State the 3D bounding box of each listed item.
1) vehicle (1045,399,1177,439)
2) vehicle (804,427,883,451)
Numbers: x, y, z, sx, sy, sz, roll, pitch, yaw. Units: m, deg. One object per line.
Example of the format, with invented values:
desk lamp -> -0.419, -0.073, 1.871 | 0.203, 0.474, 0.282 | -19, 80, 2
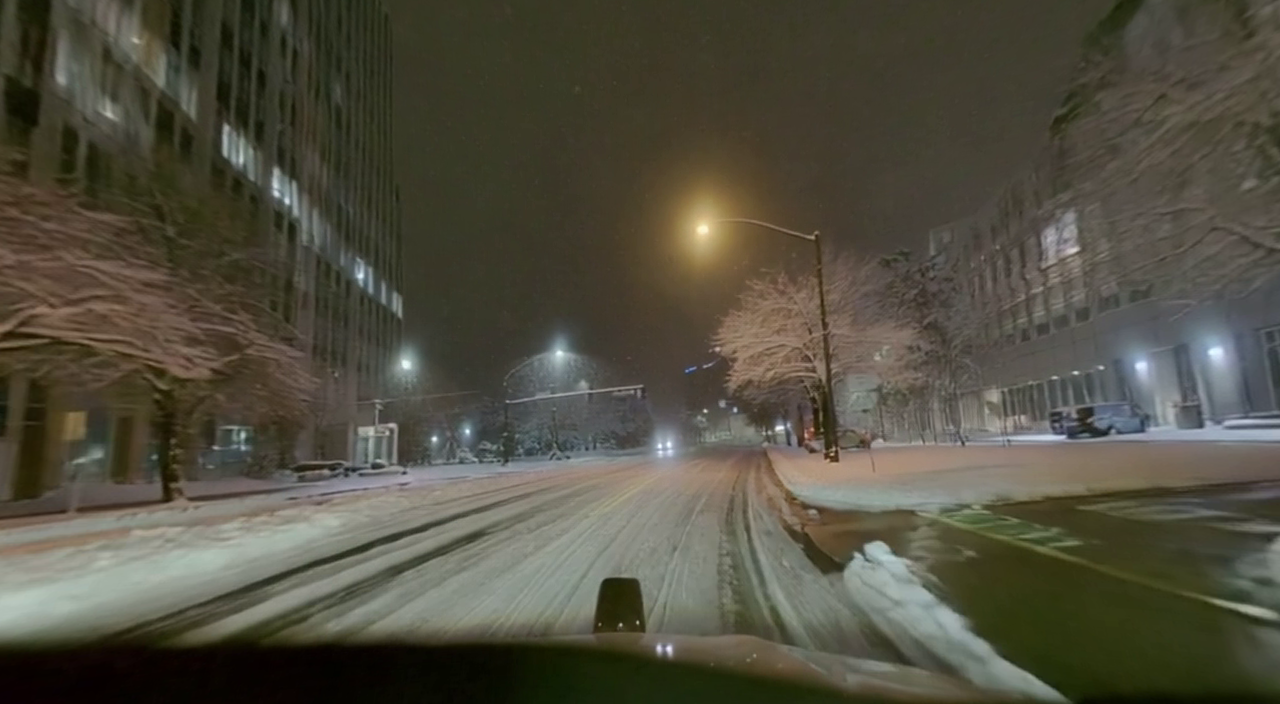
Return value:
vehicle -> 22.620, 3.289, 30.461 | 4.871, 1.757, 2.014 | -7, -10, 40
vehicle -> 12.146, 5.195, 37.777 | 4.218, 1.385, 1.830 | 3, -8, -21
